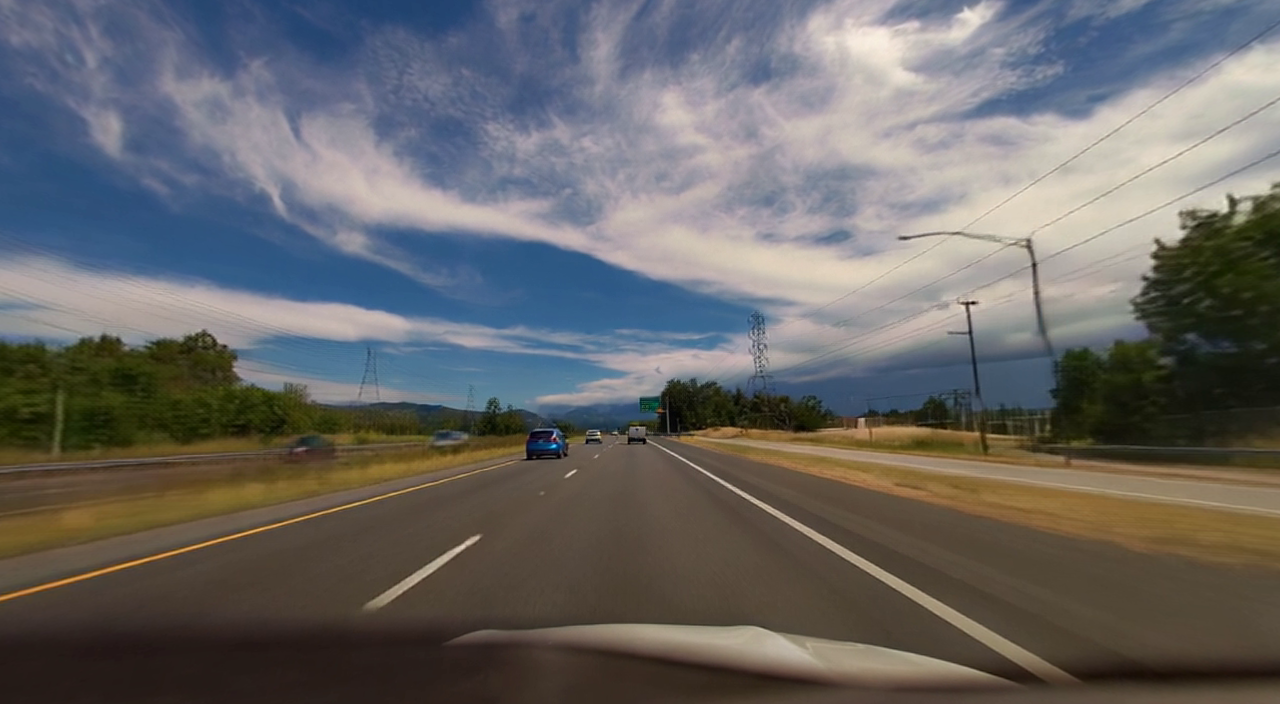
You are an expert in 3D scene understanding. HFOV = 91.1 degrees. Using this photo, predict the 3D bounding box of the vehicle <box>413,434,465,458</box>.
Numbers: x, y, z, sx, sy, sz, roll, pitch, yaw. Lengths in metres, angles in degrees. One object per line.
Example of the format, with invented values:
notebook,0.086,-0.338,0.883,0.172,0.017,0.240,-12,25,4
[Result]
vehicle,-12.996,6.098,40.972,1.912,1.455,4.706,0,-8,0

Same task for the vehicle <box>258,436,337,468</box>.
vehicle,-17.280,5.040,31.947,1.843,1.534,3.925,0,-8,-1

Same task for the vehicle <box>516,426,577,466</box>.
vehicle,-3.966,4.054,27.404,2.023,1.580,4.259,0,-8,-1
